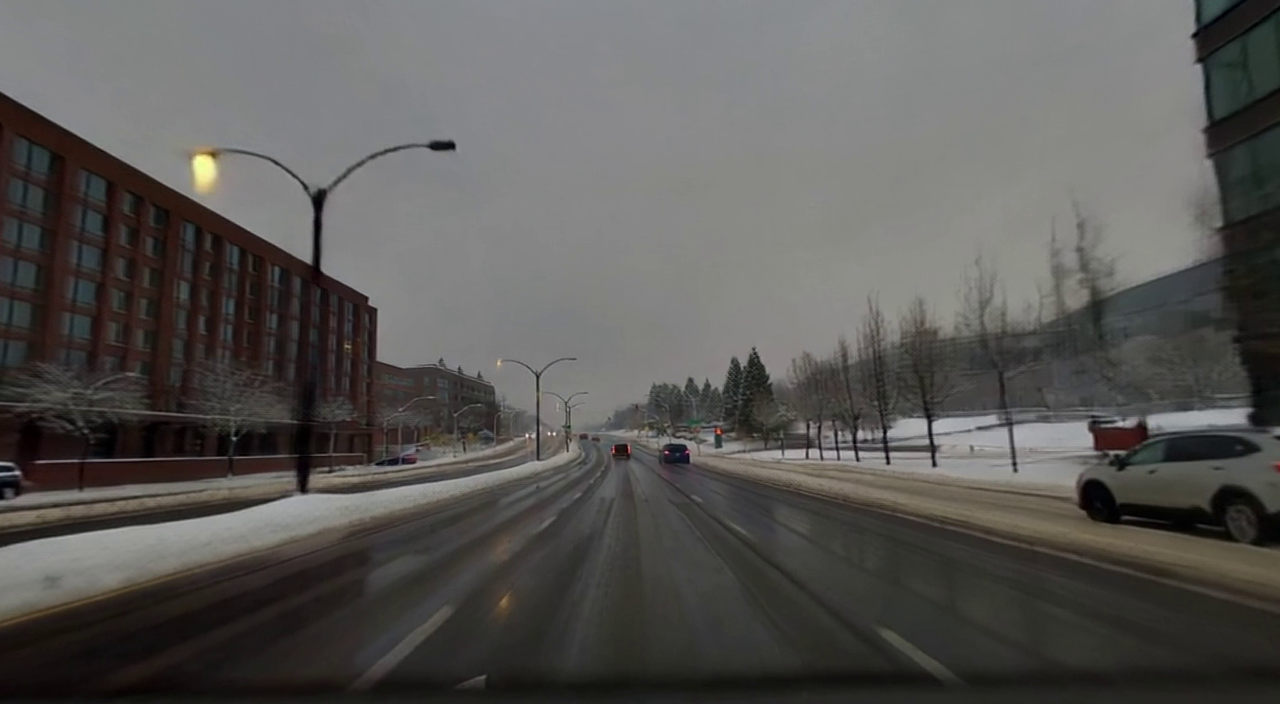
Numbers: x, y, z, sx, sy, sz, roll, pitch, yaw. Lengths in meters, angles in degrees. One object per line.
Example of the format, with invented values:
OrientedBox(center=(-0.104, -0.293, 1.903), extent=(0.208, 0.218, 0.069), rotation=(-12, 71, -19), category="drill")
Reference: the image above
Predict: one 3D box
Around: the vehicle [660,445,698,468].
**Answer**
OrientedBox(center=(2.601, 7.108, 43.222), extent=(2.090, 1.506, 4.382), rotation=(0, -8, -3), category="vehicle")

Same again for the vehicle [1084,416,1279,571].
OrientedBox(center=(8.320, 1.754, 8.211), extent=(2.017, 1.743, 4.453), rotation=(-1, -8, 3), category="vehicle")
